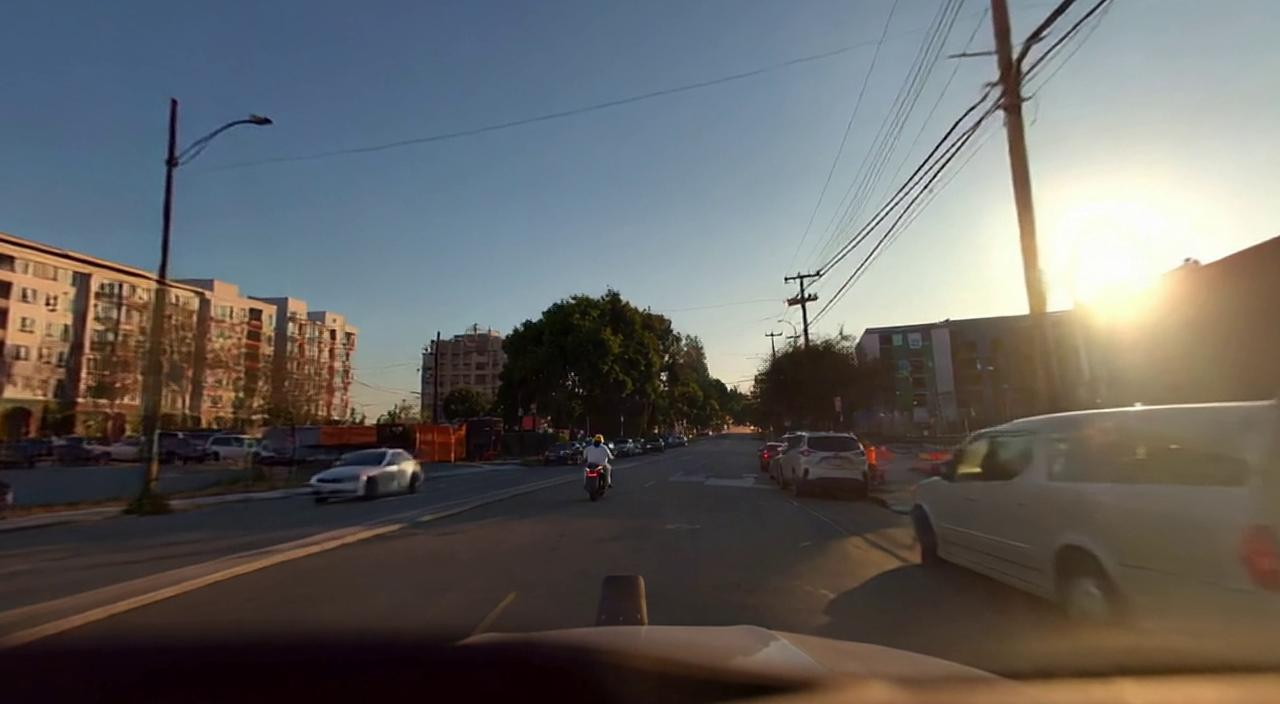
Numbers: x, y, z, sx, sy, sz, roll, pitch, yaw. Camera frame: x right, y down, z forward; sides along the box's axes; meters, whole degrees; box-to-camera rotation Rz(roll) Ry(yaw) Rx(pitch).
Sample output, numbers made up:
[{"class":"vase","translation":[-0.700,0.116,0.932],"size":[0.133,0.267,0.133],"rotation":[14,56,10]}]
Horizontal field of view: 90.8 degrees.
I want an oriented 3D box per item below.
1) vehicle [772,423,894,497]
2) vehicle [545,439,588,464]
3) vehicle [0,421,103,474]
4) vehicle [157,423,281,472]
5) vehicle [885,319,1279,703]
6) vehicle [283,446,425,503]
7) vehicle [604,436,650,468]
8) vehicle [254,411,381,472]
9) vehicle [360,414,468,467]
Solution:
[{"class":"vehicle","translation":[5.371,3.076,18.448],"size":[2.387,1.820,5.286],"rotation":[-1,-8,6]},{"class":"vehicle","translation":[-5.332,7.303,46.545],"size":[2.053,1.771,4.684],"rotation":[-1,-8,8]},{"class":"vehicle","translation":[-43.262,6.910,45.901],"size":[3.045,3.446,8.002],"rotation":[2,-9,-15]},{"class":"vehicle","translation":[-26.963,6.157,40.896],"size":[2.933,2.907,6.416],"rotation":[-2,-8,9]},{"class":"vehicle","translation":[3.864,1.117,4.837],"size":[2.171,1.832,5.180],"rotation":[-1,-8,4]},{"class":"vehicle","translation":[-8.801,3.769,19.997],"size":[1.905,1.536,4.714],"rotation":[-1,-8,6]},{"class":"vehicle","translation":[-0.647,5.454,34.549],"size":[1.925,1.602,4.090],"rotation":[-1,-8,8]},{"class":"vehicle","translation":[-20.652,5.782,41.251],"size":[3.283,3.441,8.669],"rotation":[-2,-7,4]},{"class":"vehicle","translation":[-14.622,5.913,42.020],"size":[2.990,3.144,9.080],"rotation":[-1,-8,6]}]
